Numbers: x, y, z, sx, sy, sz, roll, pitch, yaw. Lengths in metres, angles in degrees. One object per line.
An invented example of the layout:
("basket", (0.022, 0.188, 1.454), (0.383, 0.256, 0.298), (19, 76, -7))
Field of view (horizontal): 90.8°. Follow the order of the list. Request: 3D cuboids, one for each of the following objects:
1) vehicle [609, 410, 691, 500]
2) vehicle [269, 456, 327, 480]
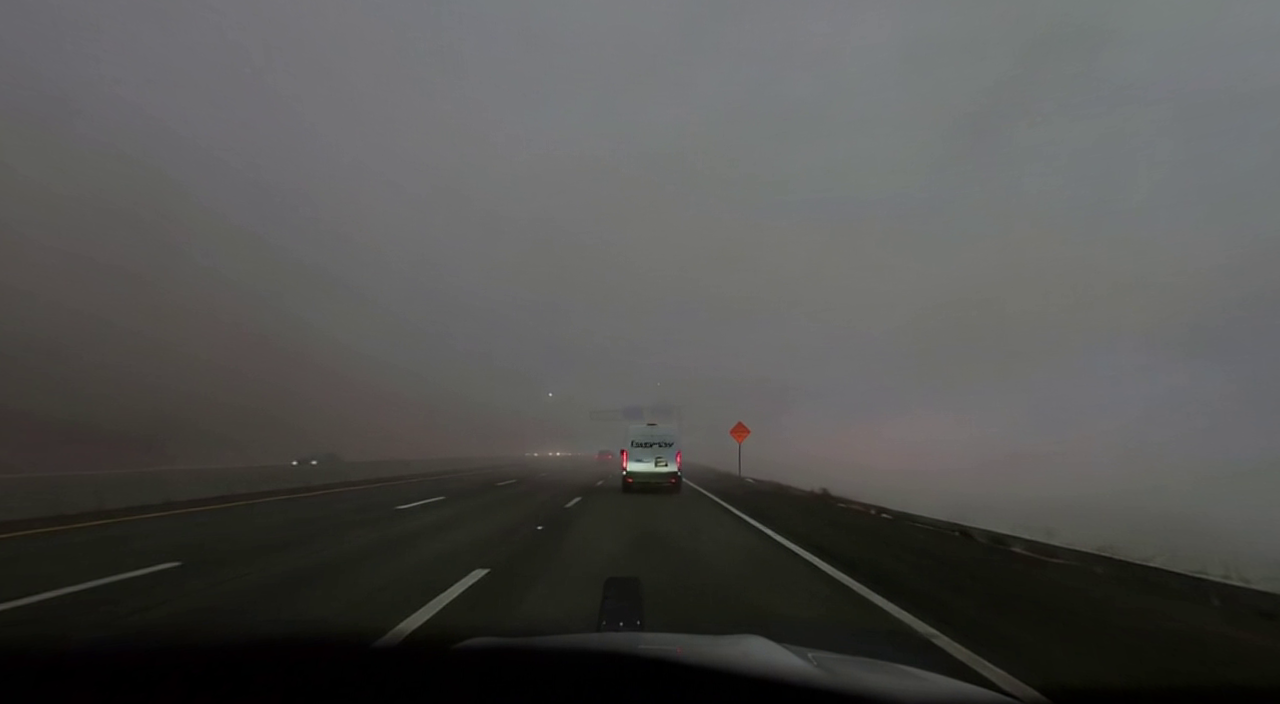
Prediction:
("vehicle", (0.183, 3.350, 20.750), (2.332, 2.558, 5.314), (0, -9, -2))
("vehicle", (-23.704, 8.043, 43.920), (1.864, 1.470, 3.888), (0, -9, 0))
